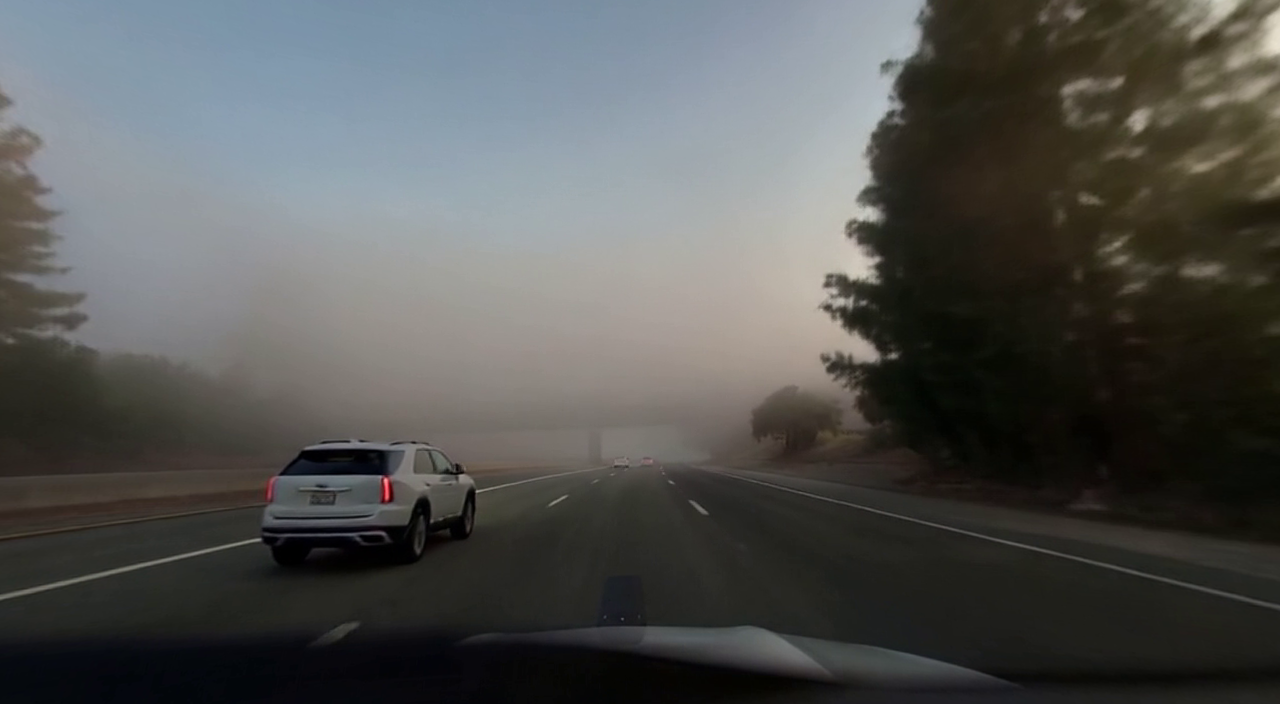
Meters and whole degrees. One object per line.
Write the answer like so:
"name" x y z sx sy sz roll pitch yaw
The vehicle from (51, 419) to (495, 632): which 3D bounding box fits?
"vehicle" -3.409 1.727 7.355 2.274 1.628 4.807 0 -9 0
